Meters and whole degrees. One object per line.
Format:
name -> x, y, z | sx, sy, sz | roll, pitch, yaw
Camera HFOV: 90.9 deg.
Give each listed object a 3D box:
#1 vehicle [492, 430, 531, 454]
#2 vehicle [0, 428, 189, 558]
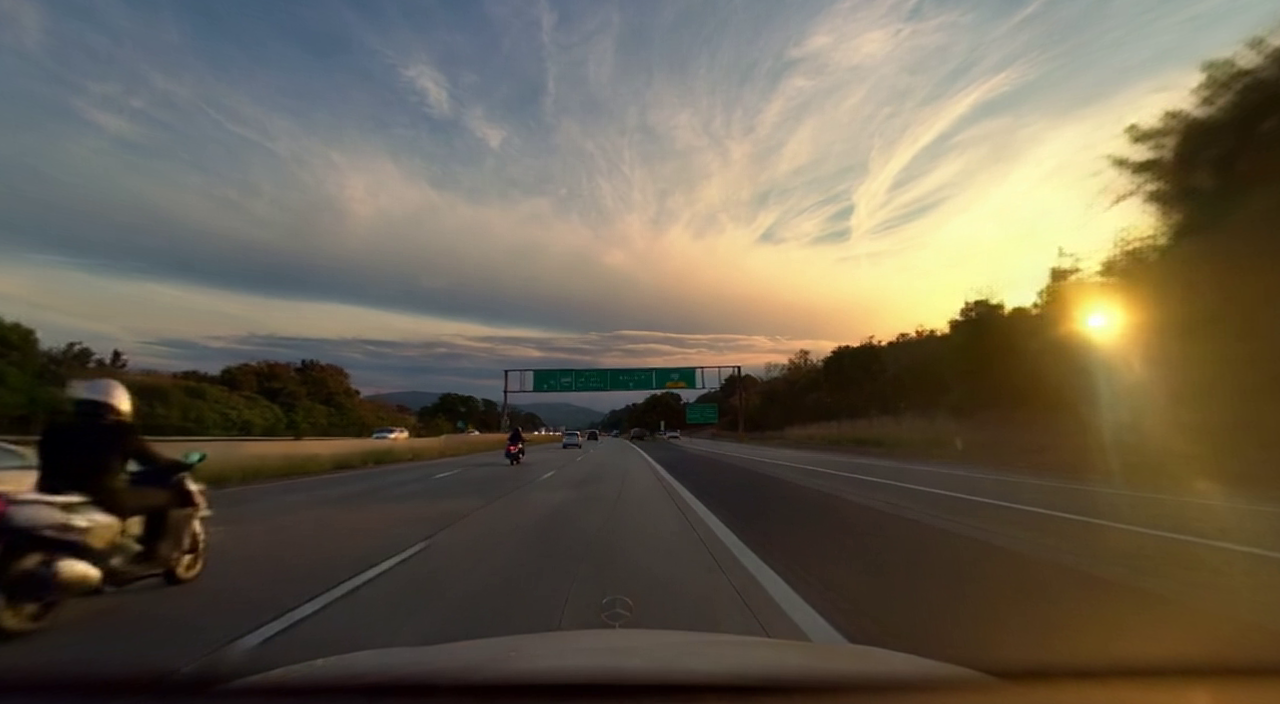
vehicle -> -9.005, 6.327, 44.357 | 1.965, 1.605, 4.115 | 0, -8, -1
vehicle -> -8.057, 1.622, 7.463 | 2.053, 1.409, 4.704 | 0, -8, -2
